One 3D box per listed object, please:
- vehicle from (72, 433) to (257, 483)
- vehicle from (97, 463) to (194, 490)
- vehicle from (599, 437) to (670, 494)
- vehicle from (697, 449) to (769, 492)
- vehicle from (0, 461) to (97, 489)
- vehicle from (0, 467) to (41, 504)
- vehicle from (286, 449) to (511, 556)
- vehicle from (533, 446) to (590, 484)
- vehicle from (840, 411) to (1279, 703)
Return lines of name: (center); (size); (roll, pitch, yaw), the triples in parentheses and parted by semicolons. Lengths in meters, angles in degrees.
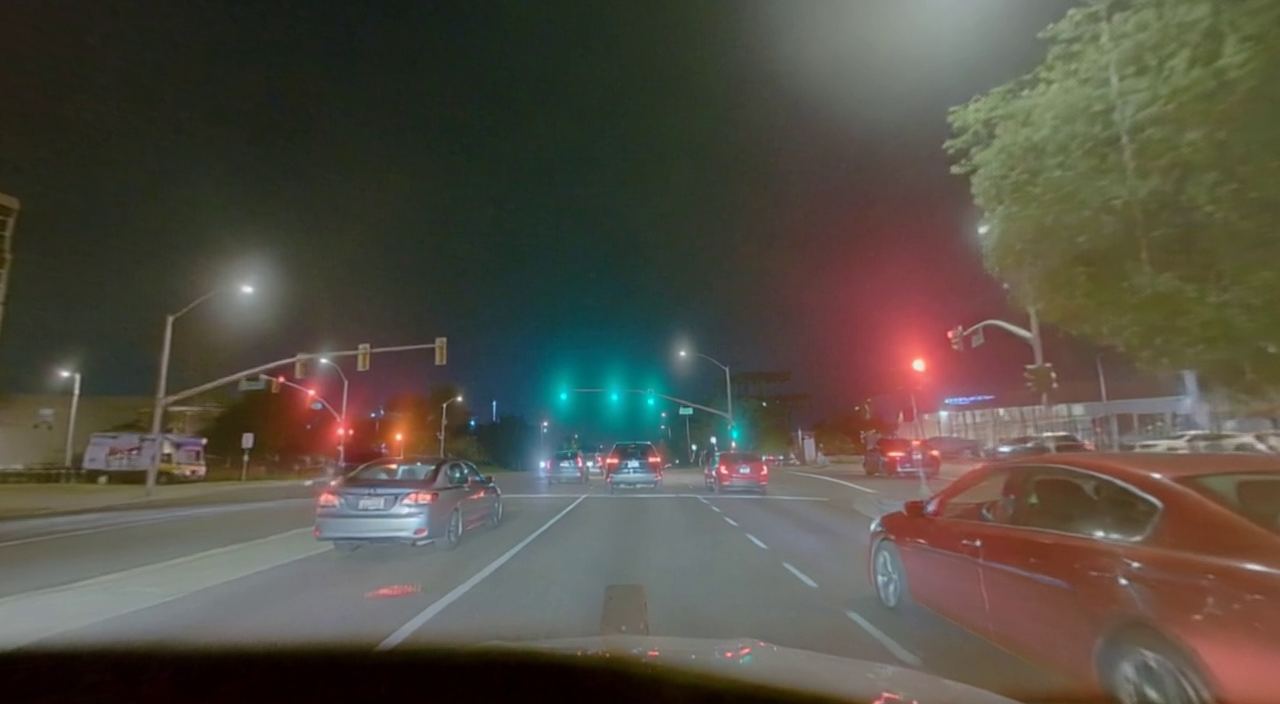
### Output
vehicle: (-34.935, 7.707, 46.384); (12.467, 3.385, 3.314); (-2, -9, 13)
vehicle: (-29.944, 7.520, 38.211); (4.488, 1.445, 2.098); (-2, -9, 12)
vehicle: (-0.198, 4.124, 23.300); (2.361, 1.898, 4.465); (0, -9, 0)
vehicle: (3.471, 4.498, 24.333); (2.058, 1.472, 4.317); (0, -9, -1)
vehicle: (-37.183, 7.711, 39.622); (4.625, 1.618, 2.035); (-2, -9, 12)
vehicle: (-29.212, 6.142, 29.232); (1.921, 1.452, 4.549); (8, -12, -43)
vehicle: (-3.592, 2.294, 10.323); (2.115, 1.369, 3.908); (0, -9, 0)
vehicle: (-3.584, 5.229, 29.561); (2.130, 1.645, 3.995); (0, -9, 1)
vehicle: (3.032, 1.234, 3.982); (2.052, 1.475, 4.540); (0, -9, 0)
